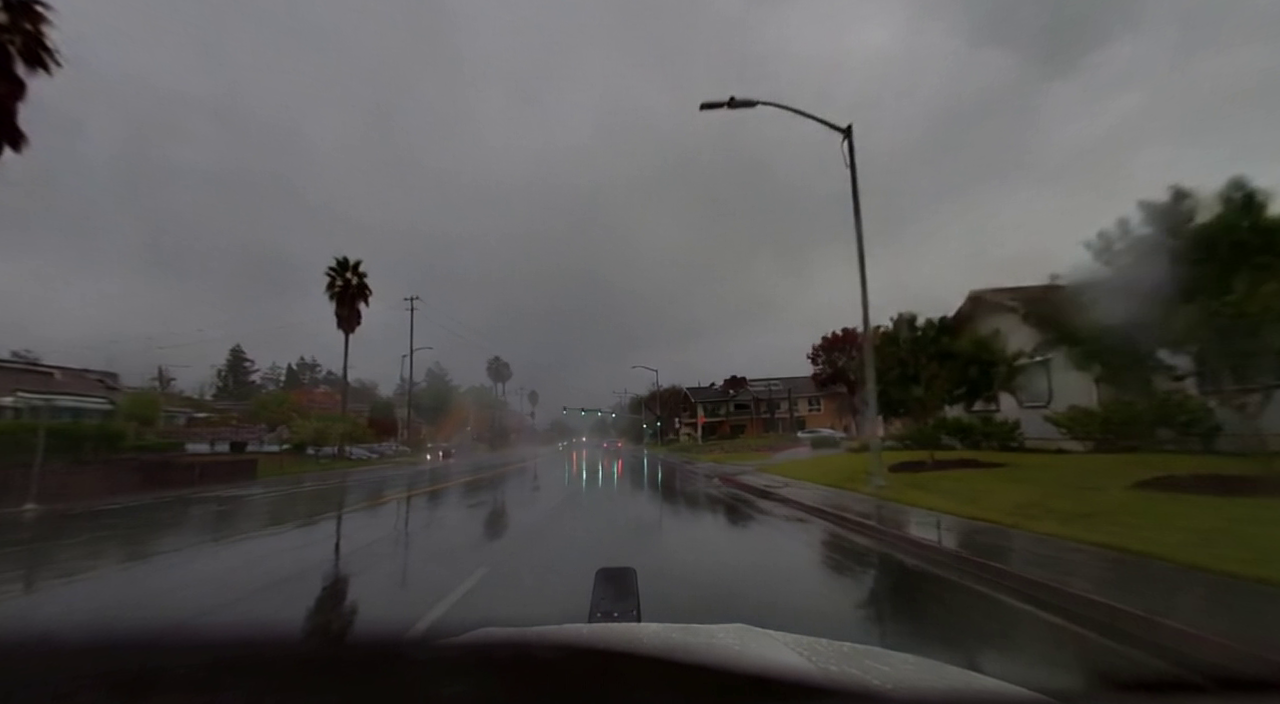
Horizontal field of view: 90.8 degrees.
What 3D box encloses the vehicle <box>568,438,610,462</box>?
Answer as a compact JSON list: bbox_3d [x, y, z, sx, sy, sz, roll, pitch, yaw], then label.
[{"bbox_3d":[-3.451,6.713,43.369,2.060,1.526,3.859,-1,-8,7],"label":"vehicle"}]
